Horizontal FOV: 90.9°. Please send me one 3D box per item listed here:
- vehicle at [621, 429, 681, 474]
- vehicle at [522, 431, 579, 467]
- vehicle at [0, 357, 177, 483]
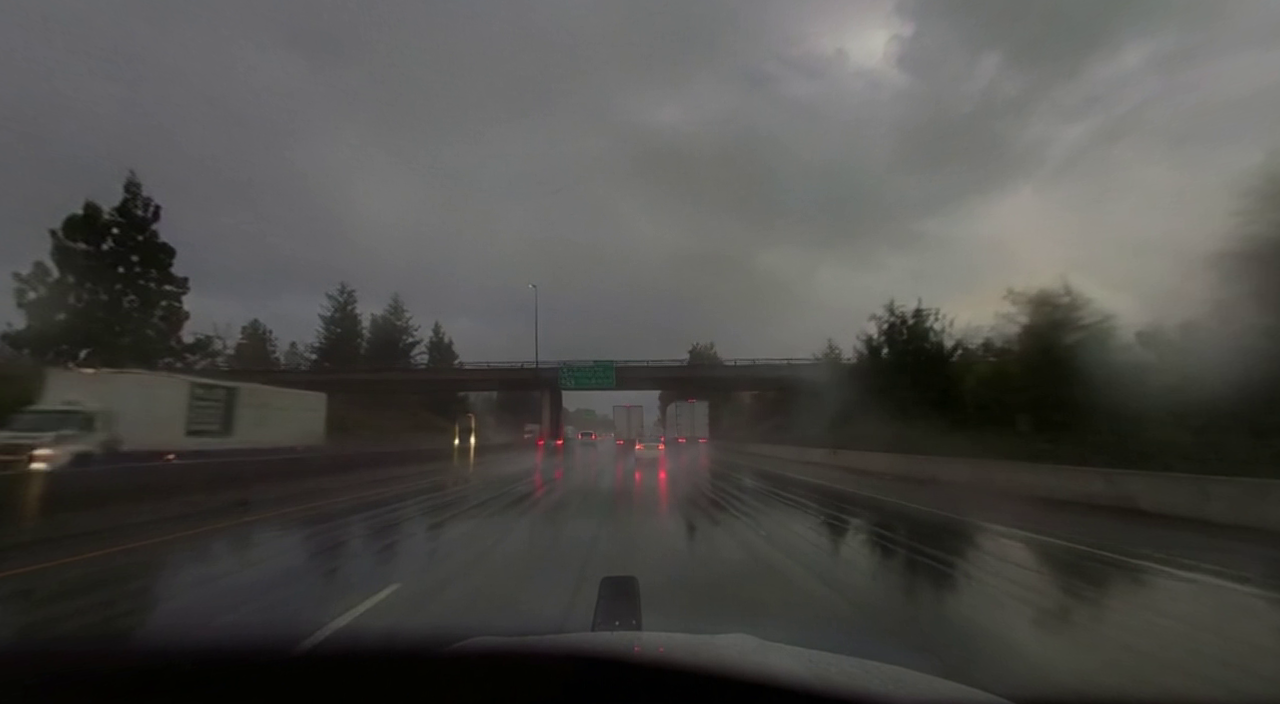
[{"bbox_3d":[0.339,3.692,23.616,2.059,1.522,3.693,0,-8,-2],"label":"vehicle"},{"bbox_3d":[-3.991,4.394,28.797,1.979,1.527,4.754,0,-8,-1],"label":"vehicle"},{"bbox_3d":[-20.979,2.567,23.079,3.051,3.954,6.368,0,-8,-1],"label":"vehicle"}]
